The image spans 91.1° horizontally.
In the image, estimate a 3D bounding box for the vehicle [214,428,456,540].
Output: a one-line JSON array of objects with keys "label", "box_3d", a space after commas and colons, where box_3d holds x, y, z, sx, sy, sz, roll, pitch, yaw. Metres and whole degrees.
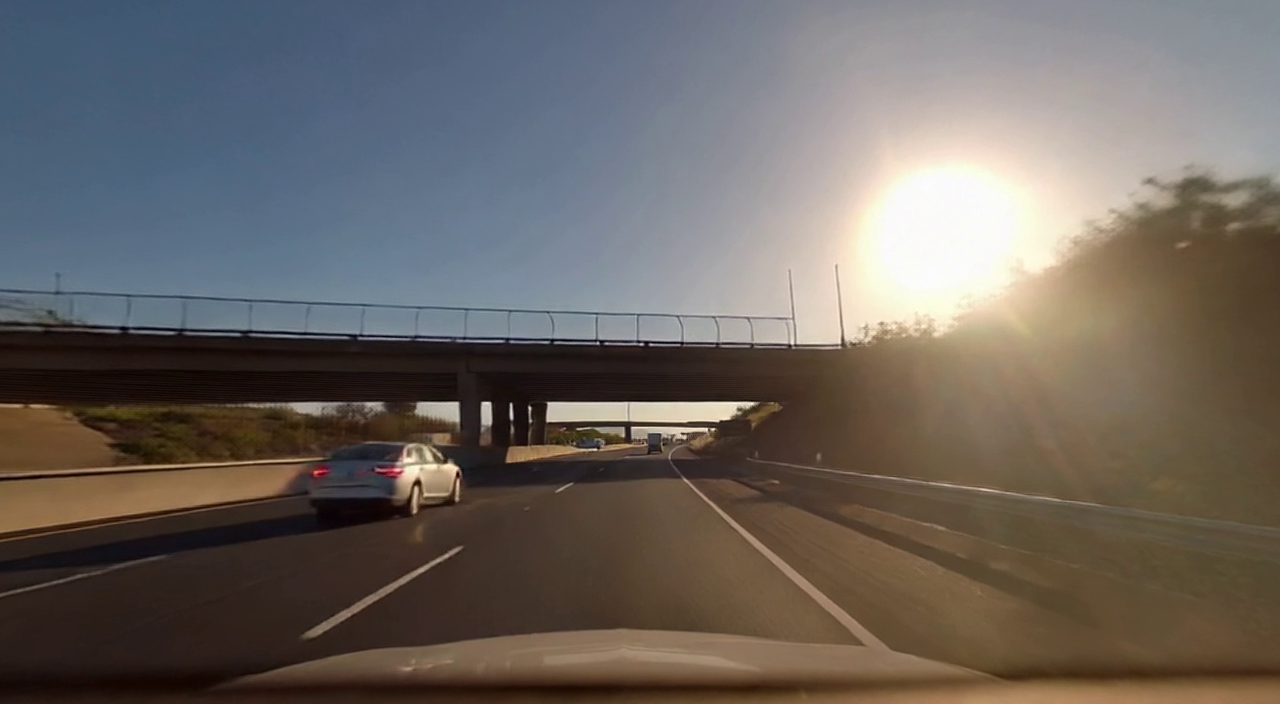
[{"label": "vehicle", "box_3d": [-4.948, 2.204, 11.125, 1.961, 1.540, 4.487, -1, -9, 1]}]
